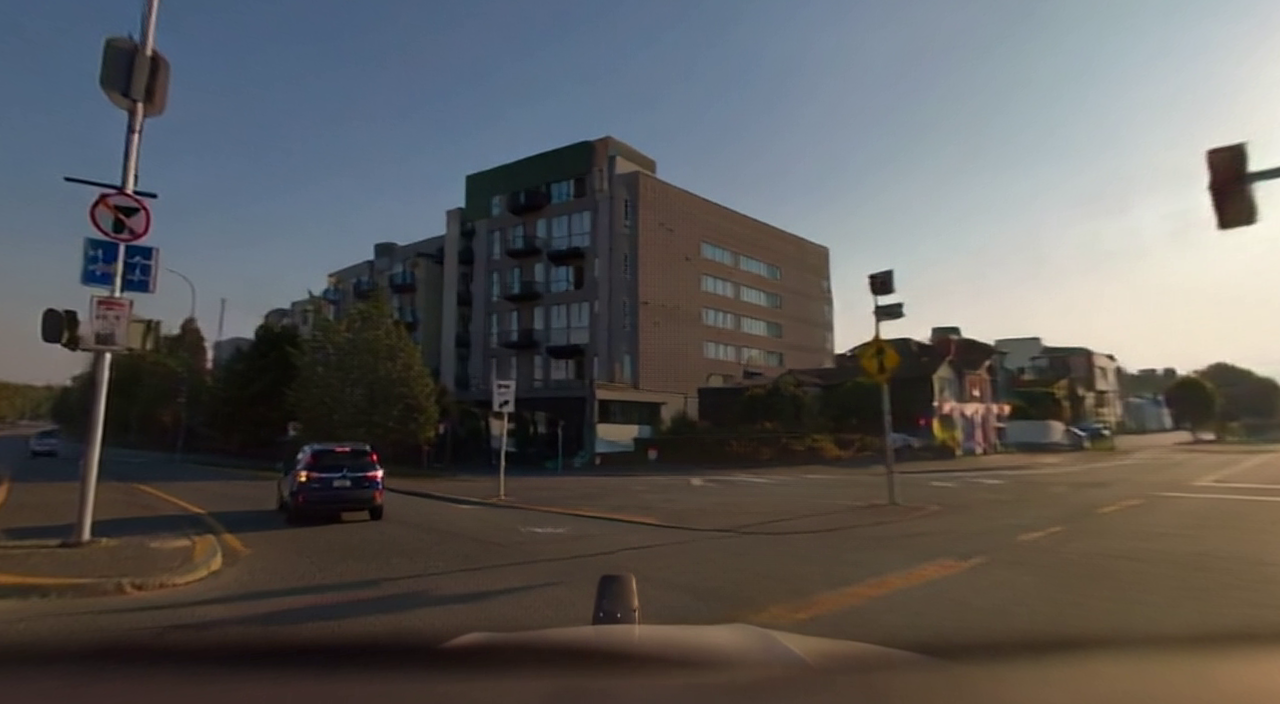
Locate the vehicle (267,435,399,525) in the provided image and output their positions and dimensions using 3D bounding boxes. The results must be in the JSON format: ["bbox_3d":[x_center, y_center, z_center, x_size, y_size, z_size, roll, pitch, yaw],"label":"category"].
[{"bbox_3d":[-6.410,2.503,12.877,2.014,1.525,3.670,5,-10,-31],"label":"vehicle"}]
